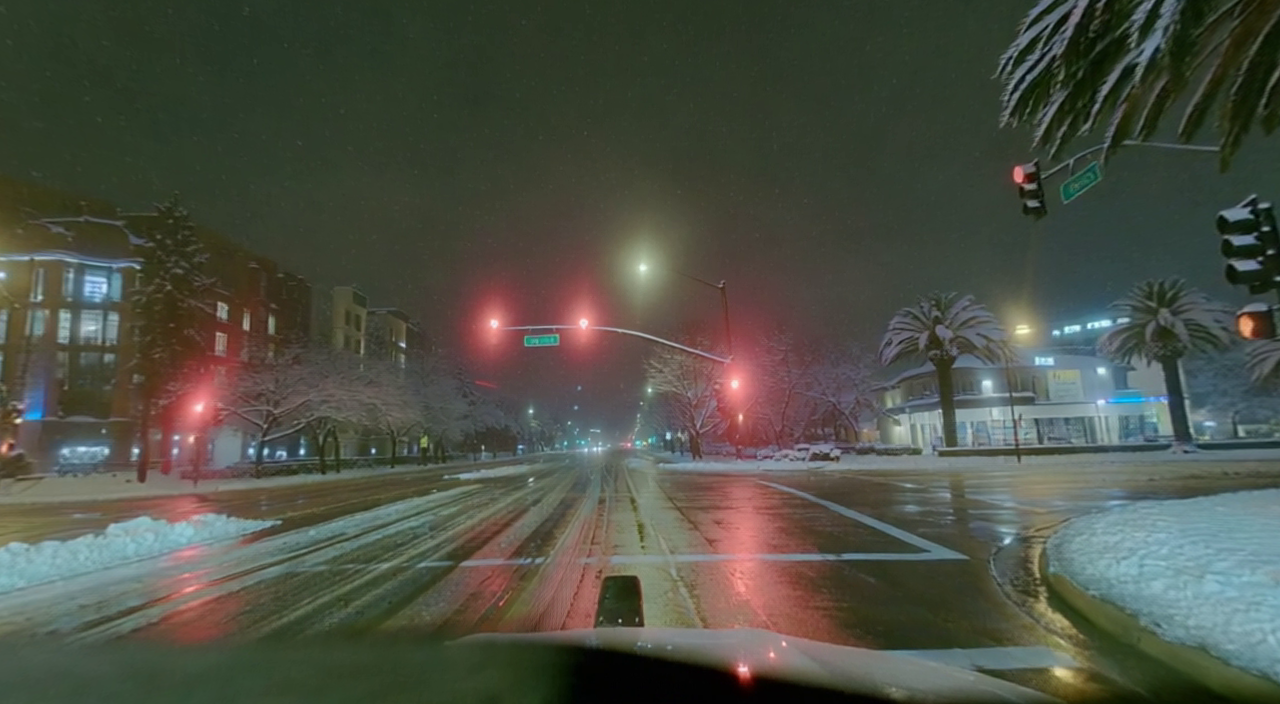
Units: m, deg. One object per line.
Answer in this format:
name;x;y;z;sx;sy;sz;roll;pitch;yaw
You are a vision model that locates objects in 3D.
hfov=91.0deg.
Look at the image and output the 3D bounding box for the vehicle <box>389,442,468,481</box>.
vehicle;-10.742;5.587;32.370;2.270;1.833;4.860;0;-9;1
